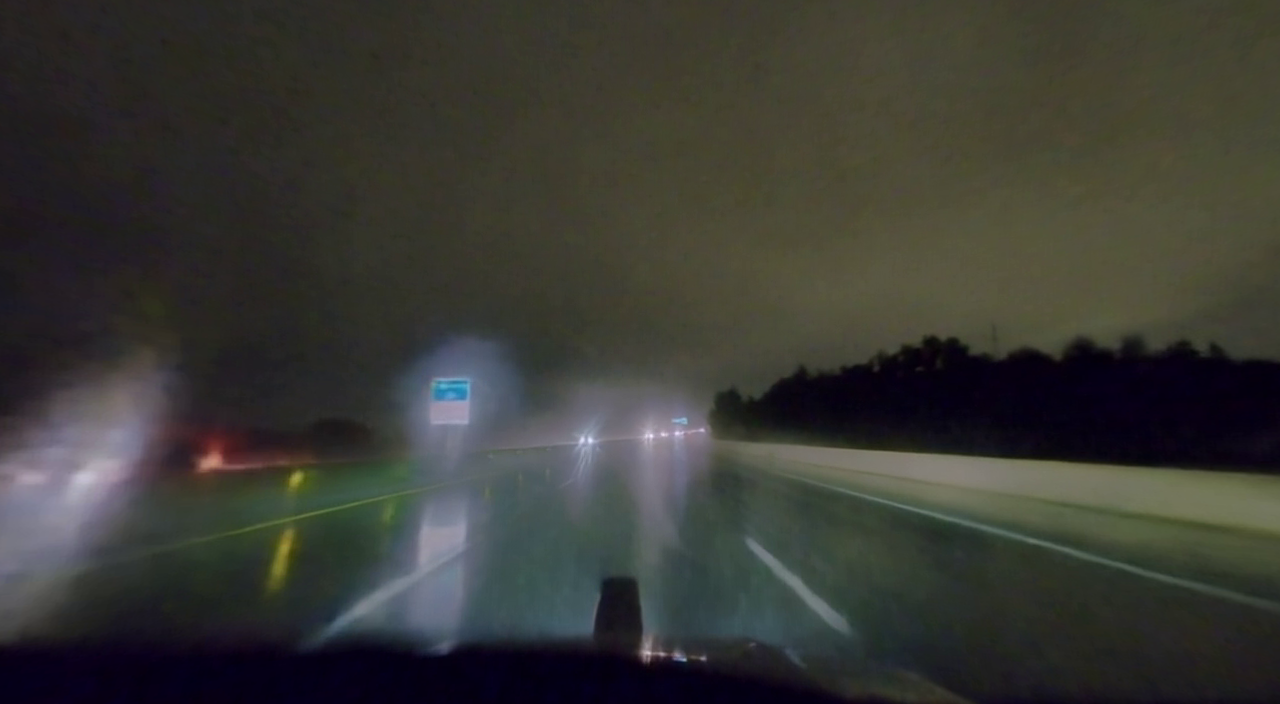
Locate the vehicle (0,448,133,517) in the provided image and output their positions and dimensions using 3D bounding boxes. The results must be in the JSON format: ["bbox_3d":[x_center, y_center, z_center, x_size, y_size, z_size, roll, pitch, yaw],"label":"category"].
[{"bbox_3d":[-15.260,3.156,15.584,1.810,1.481,4.380,0,-8,-1],"label":"vehicle"}]
